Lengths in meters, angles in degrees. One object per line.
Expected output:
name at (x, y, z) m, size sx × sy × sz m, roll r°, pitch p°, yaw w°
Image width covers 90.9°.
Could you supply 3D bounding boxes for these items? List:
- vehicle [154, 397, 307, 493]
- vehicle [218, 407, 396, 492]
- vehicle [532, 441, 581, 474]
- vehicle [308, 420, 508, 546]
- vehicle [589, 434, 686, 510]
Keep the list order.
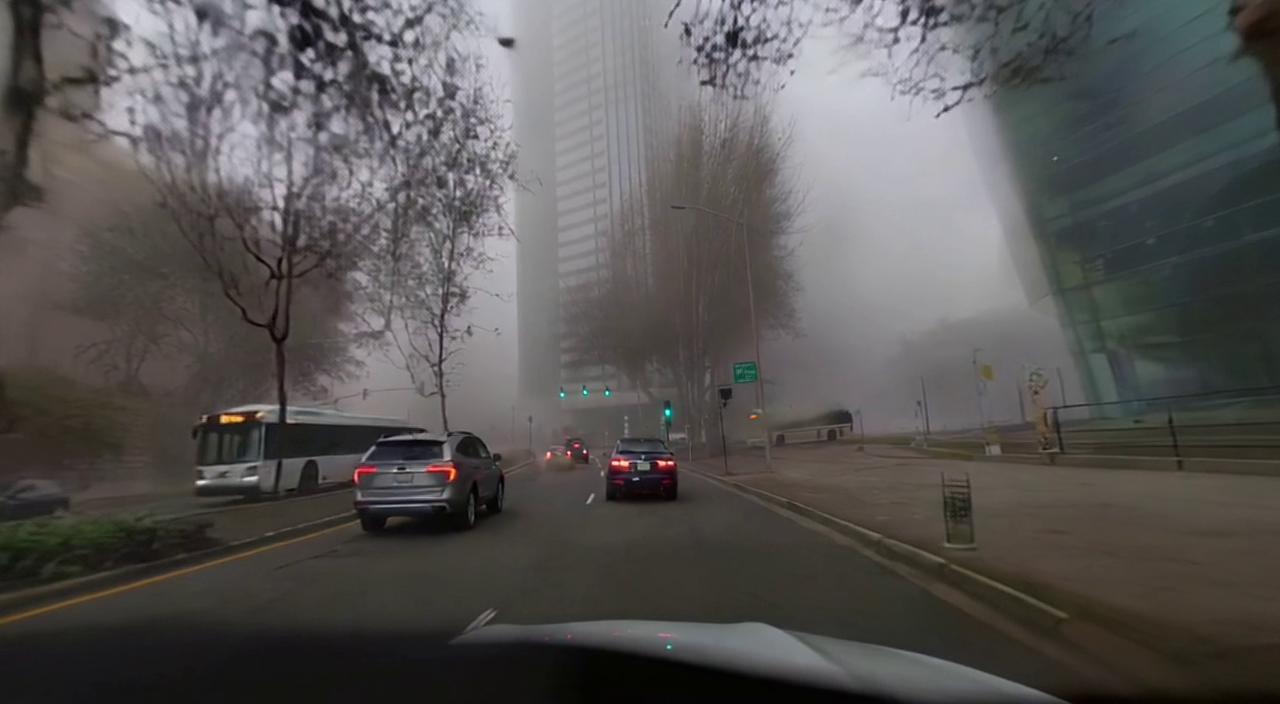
vehicle at (-19.542, 4.505, 30.752) m, size 2.995 × 4.140 × 6.561 m, roll 0°, pitch -8°, yaw -1°
vehicle at (-14.941, 4.570, 29.677) m, size 3.063 × 3.298 × 9.918 m, roll 0°, pitch -9°, yaw -1°
vehicle at (-4.034, 5.172, 31.066) m, size 1.961 × 1.517 × 4.202 m, roll 0°, pitch -9°, yaw -2°
vehicle at (-3.467, 2.019, 10.262) m, size 1.848 × 1.641 × 3.686 m, roll 0°, pitch -9°, yaw -1°
vehicle at (-0.143, 2.710, 14.627) m, size 1.933 × 1.504 × 3.802 m, roll 0°, pitch -9°, yaw -3°
